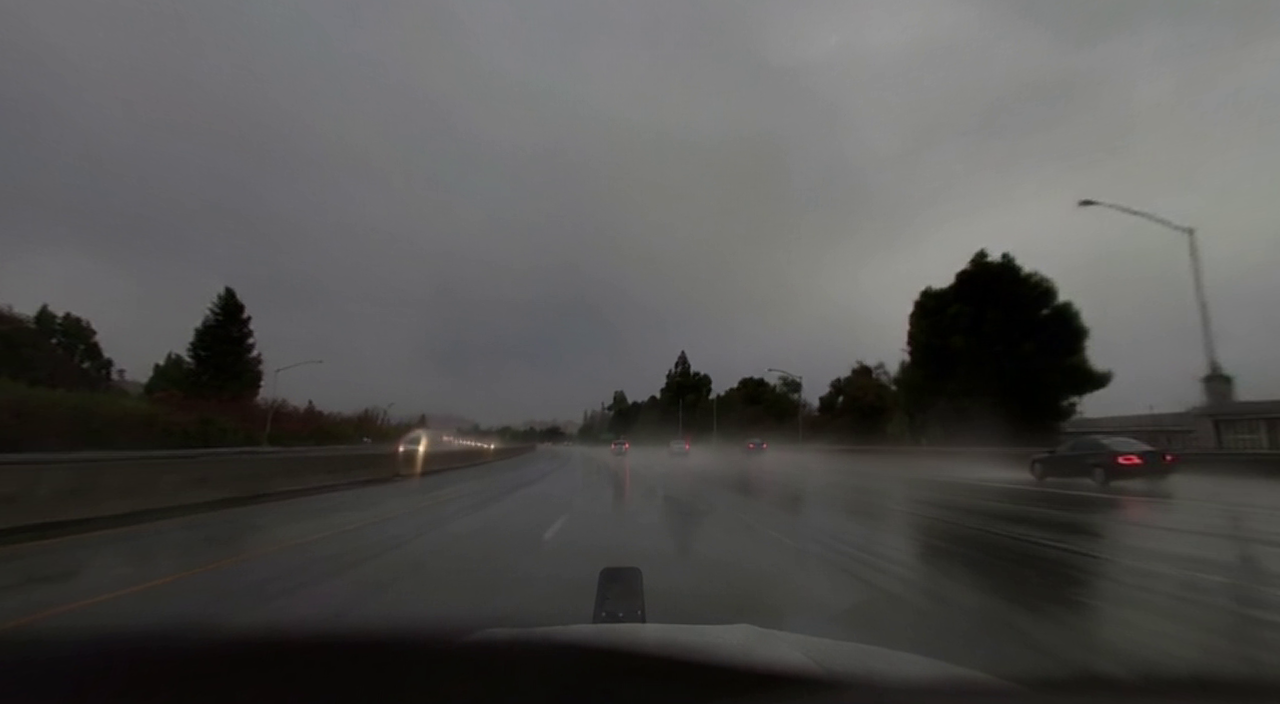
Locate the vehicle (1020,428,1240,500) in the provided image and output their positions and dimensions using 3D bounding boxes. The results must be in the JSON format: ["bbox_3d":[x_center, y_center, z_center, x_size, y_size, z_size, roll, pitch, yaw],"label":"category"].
[{"bbox_3d":[14.048,3.250,18.673,2.107,1.803,5.385,0,-9,-1],"label":"vehicle"}]
